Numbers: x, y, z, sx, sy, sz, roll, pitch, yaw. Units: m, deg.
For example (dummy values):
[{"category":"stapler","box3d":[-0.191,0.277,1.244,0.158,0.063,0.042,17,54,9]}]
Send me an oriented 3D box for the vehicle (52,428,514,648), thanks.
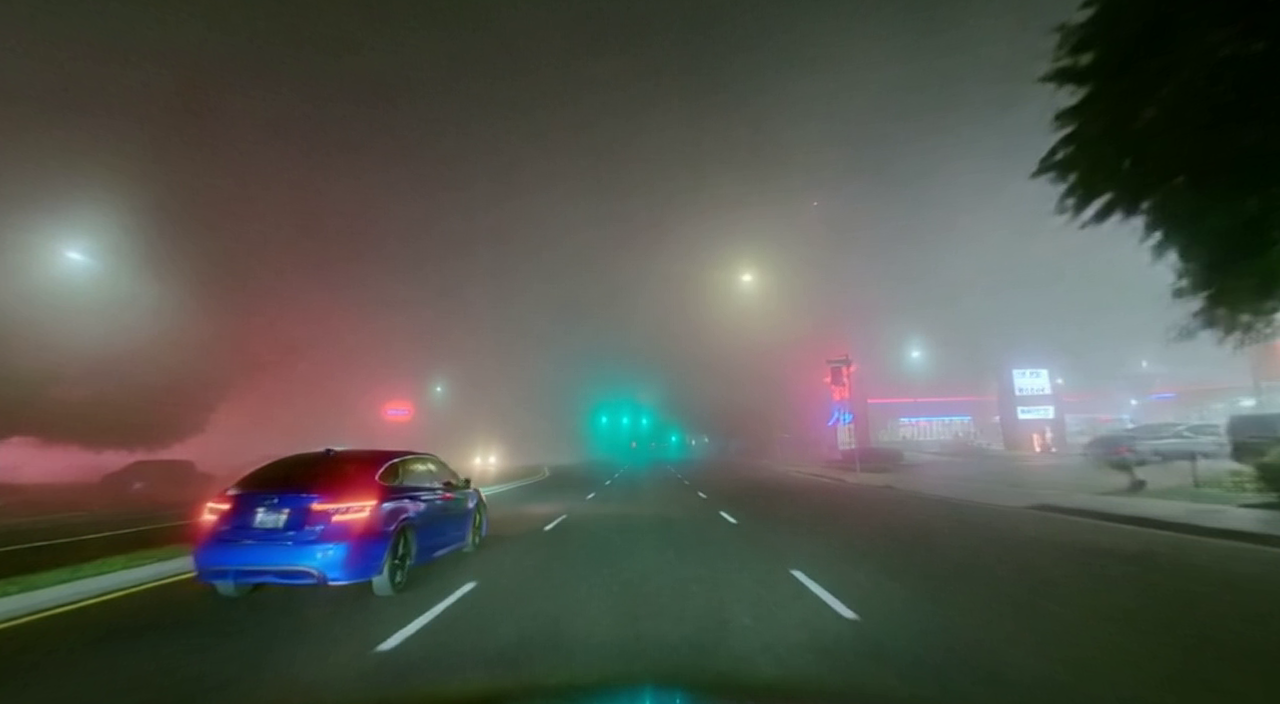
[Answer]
[{"category":"vehicle","box3d":[-2.886,1.600,6.632,2.082,1.460,4.636,0,-8,1]}]
